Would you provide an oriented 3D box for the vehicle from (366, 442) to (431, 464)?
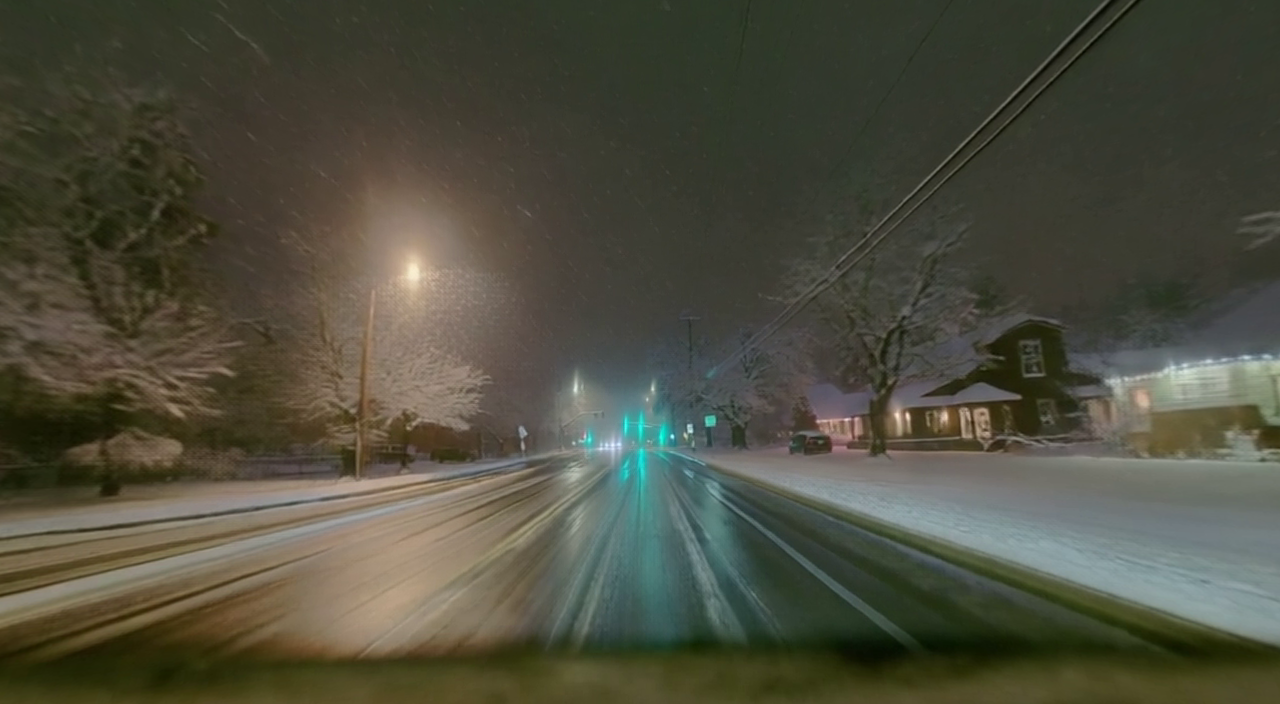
[{"bbox_3d":[-18.793,7.878,49.111,4.233,1.623,1.943,0,-8,1],"label":"vehicle"}]
